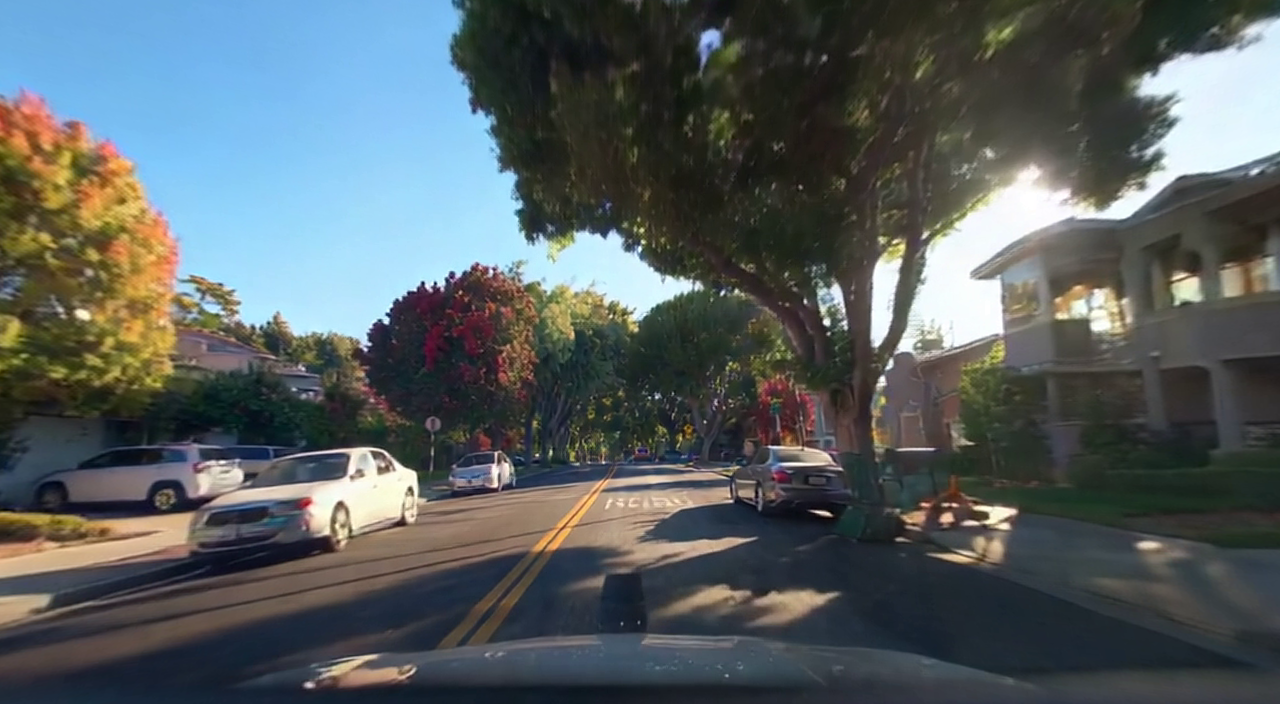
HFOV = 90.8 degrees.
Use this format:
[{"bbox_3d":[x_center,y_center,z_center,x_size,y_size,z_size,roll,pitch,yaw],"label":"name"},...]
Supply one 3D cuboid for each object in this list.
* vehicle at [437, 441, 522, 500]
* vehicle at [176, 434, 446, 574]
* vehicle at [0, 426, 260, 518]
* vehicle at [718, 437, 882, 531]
[{"bbox_3d":[-5.894,4.367,23.771,2.027,1.803,4.306,-5,-8,0],"label":"vehicle"},{"bbox_3d":[-5.476,2.509,11.591,2.155,1.907,5.100,-2,-8,1],"label":"vehicle"},{"bbox_3d":[-12.796,2.938,15.692,5.234,2.076,2.197,-1,-9,2],"label":"vehicle"},{"bbox_3d":[2.938,2.524,12.738,2.047,1.532,4.350,0,-9,-2],"label":"vehicle"}]
